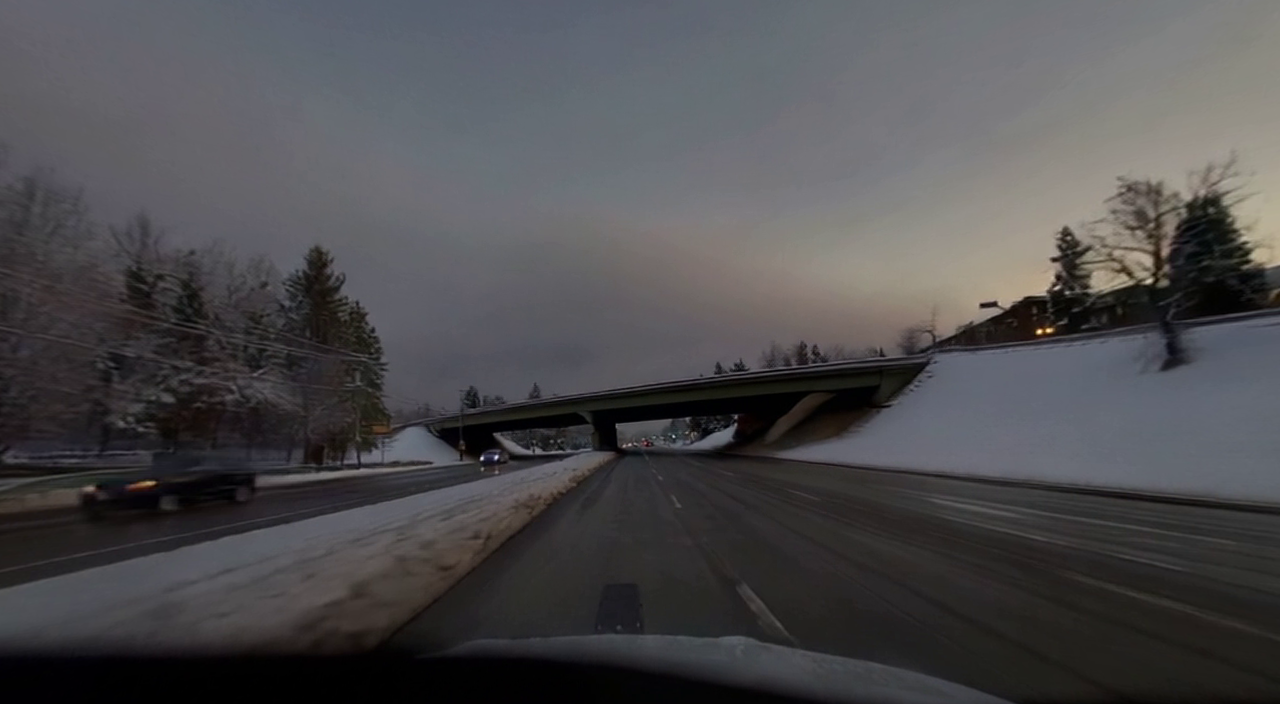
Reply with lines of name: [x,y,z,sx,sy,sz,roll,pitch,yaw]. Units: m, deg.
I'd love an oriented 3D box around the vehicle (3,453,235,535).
vehicle: [-12.084,3.262,15.148,1.932,1.615,4.235,0,-9,-1]

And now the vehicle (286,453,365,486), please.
vehicle: [-16.867,6.273,34.147,1.861,1.618,4.731,0,-9,0]
